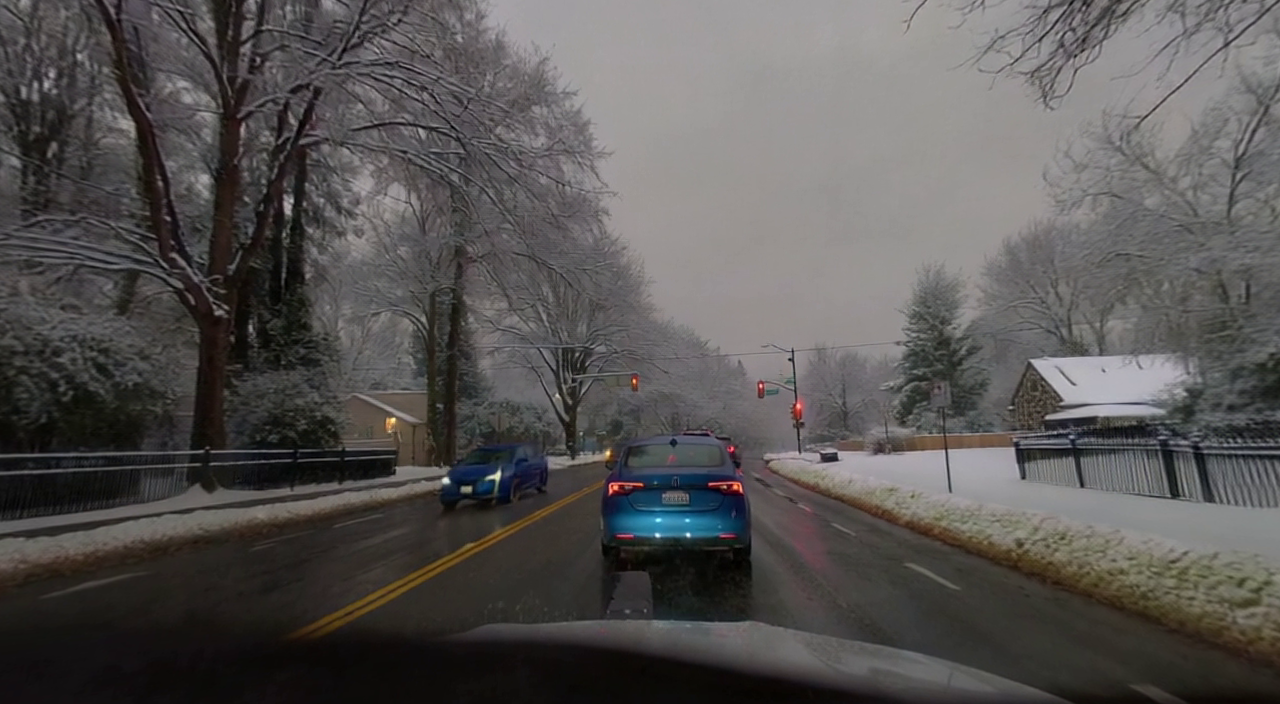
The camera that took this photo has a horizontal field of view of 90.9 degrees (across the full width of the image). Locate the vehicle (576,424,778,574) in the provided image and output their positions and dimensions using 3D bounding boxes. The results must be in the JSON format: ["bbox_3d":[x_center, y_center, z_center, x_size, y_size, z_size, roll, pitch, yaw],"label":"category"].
[{"bbox_3d":[0.427,1.802,8.528,2.070,1.516,3.936,0,-8,1],"label":"vehicle"}]

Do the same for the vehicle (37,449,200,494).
[{"bbox_3d":[-18.131,4.117,22.019,4.069,1.445,2.063,-1,-9,8],"label":"vehicle"}]

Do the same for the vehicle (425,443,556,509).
[{"bbox_3d":[-3.734,3.159,16.678,1.956,1.488,4.560,-1,-8,6],"label":"vehicle"}]
